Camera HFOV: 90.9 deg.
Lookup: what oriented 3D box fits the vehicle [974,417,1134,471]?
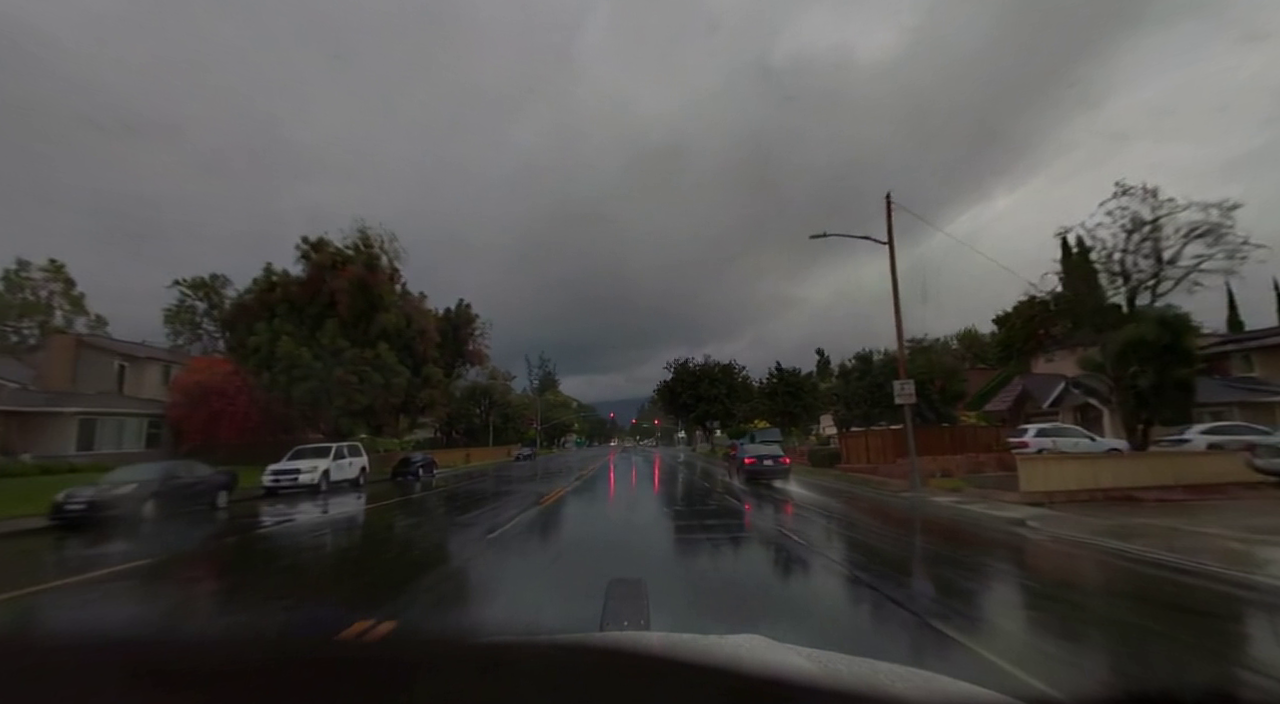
[{"bbox_3d":[14.526,3.304,22.569,2.129,1.699,4.906,0,-9,-4],"label":"vehicle"}]

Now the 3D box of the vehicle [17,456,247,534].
[{"bbox_3d":[-11.537,3.223,14.819,1.829,1.441,4.355,0,-8,-1],"label":"vehicle"}]

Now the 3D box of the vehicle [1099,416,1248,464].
[{"bbox_3d":[19.503,3.265,23.288,1.785,1.569,3.933,0,-9,-6],"label":"vehicle"}]

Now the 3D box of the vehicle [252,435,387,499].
[{"bbox_3d":[-11.783,4.248,23.775,2.180,1.953,5.787,-3,-8,-1],"label":"vehicle"}]

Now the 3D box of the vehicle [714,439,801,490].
[{"bbox_3d":[3.787,3.701,21.156,1.956,1.492,4.425,0,-8,-1],"label":"vehicle"}]

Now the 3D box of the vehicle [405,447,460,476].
[{"bbox_3d":[-12.038,6.360,36.800,1.911,1.524,4.256,0,-9,-2],"label":"vehicle"}]
